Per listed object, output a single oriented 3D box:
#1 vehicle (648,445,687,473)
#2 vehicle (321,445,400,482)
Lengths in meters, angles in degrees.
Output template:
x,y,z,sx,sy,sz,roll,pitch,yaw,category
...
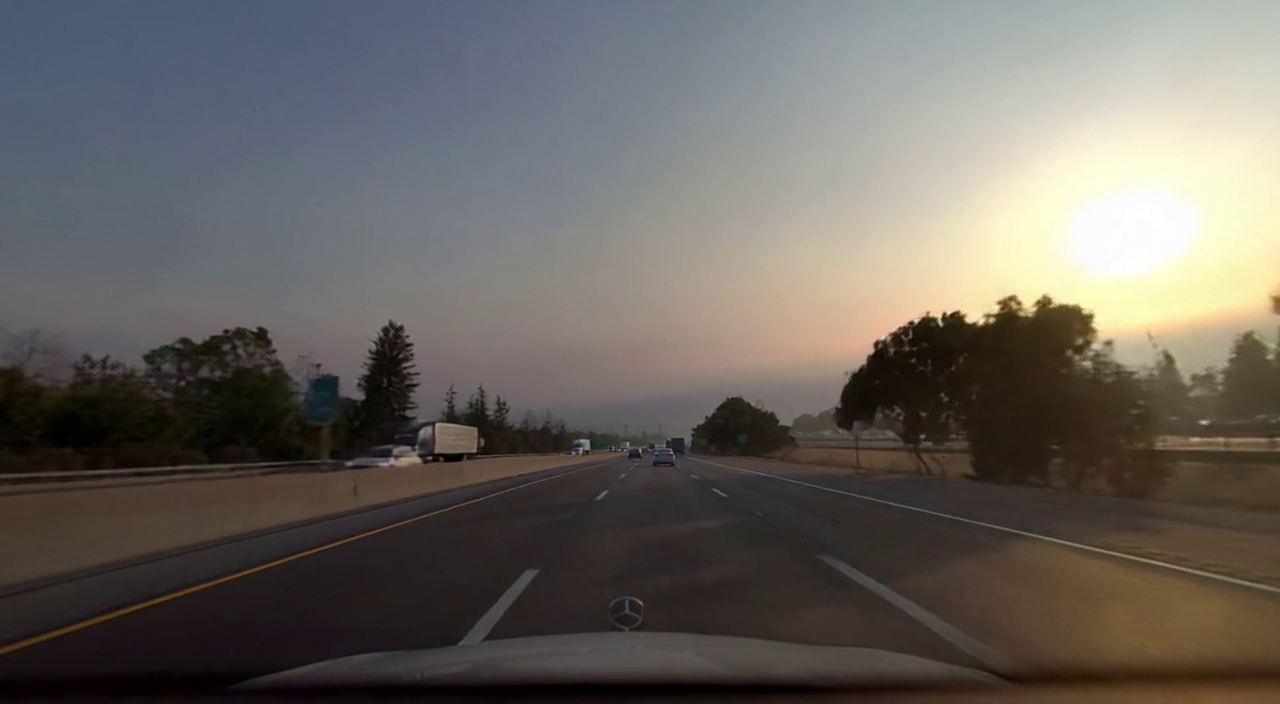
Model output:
x,y,z,sx,sy,sz,roll,pitch,yaw,category
1.674,6.717,39.619,2.231,1.652,4.503,0,-9,0,vehicle
-14.541,5.809,33.067,1.893,1.797,4.648,0,-9,1,vehicle
